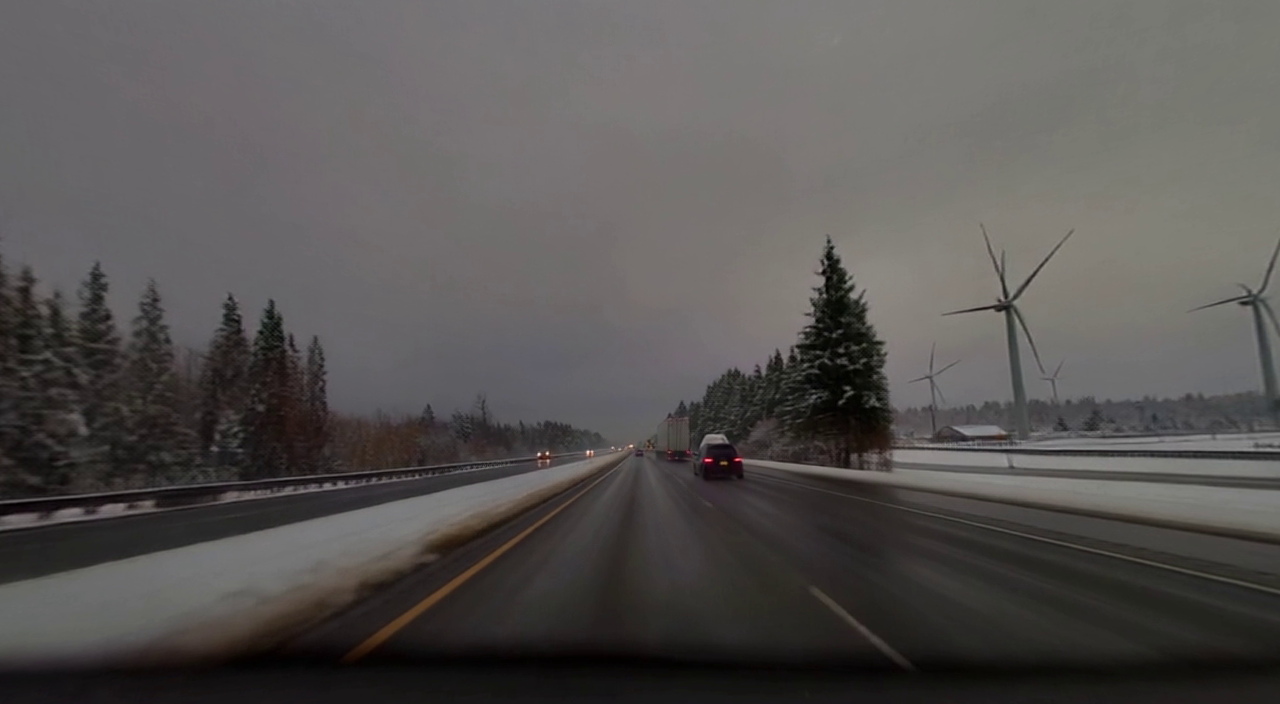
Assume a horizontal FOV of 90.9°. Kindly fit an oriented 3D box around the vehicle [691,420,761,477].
[{"bbox_3d":[4.290,5.001,32.484,2.609,2.648,5.397,0,-9,-2],"label":"vehicle"}]
